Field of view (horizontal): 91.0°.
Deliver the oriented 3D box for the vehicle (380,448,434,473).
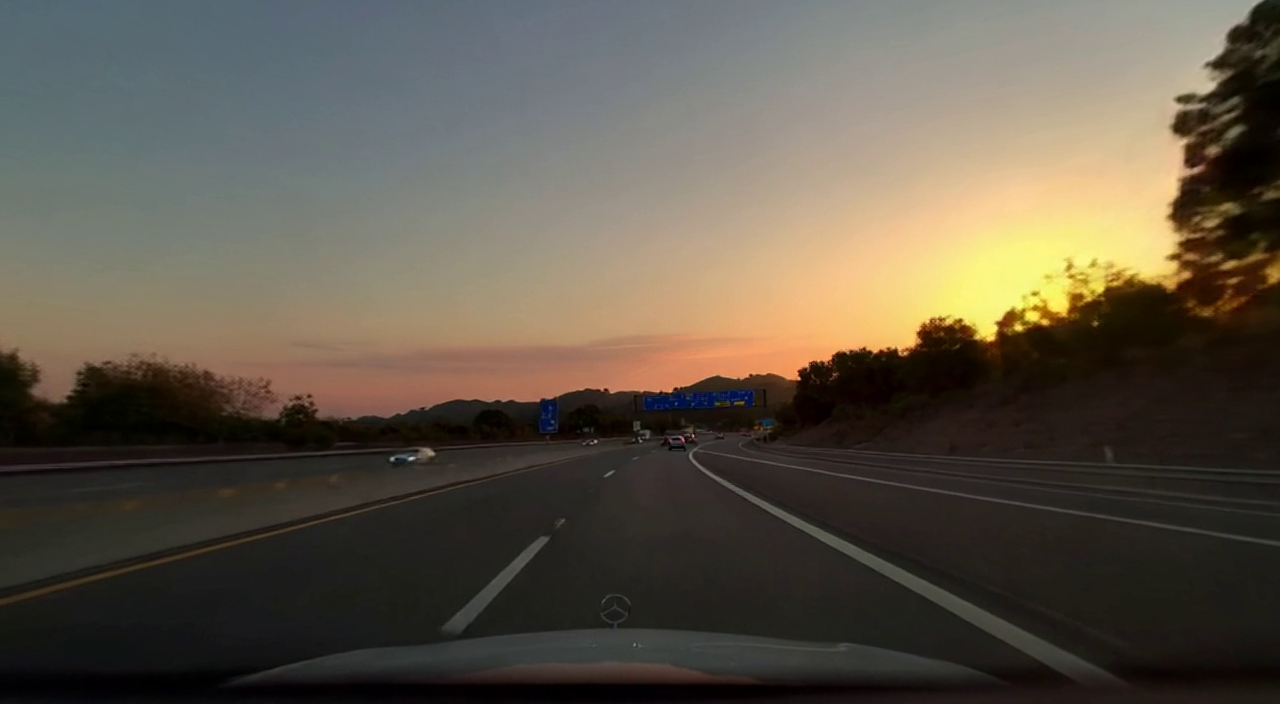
[{"bbox_3d":[-14.747,6.873,40.049,1.938,1.469,3.725,-1,-8,2],"label":"vehicle"}]
